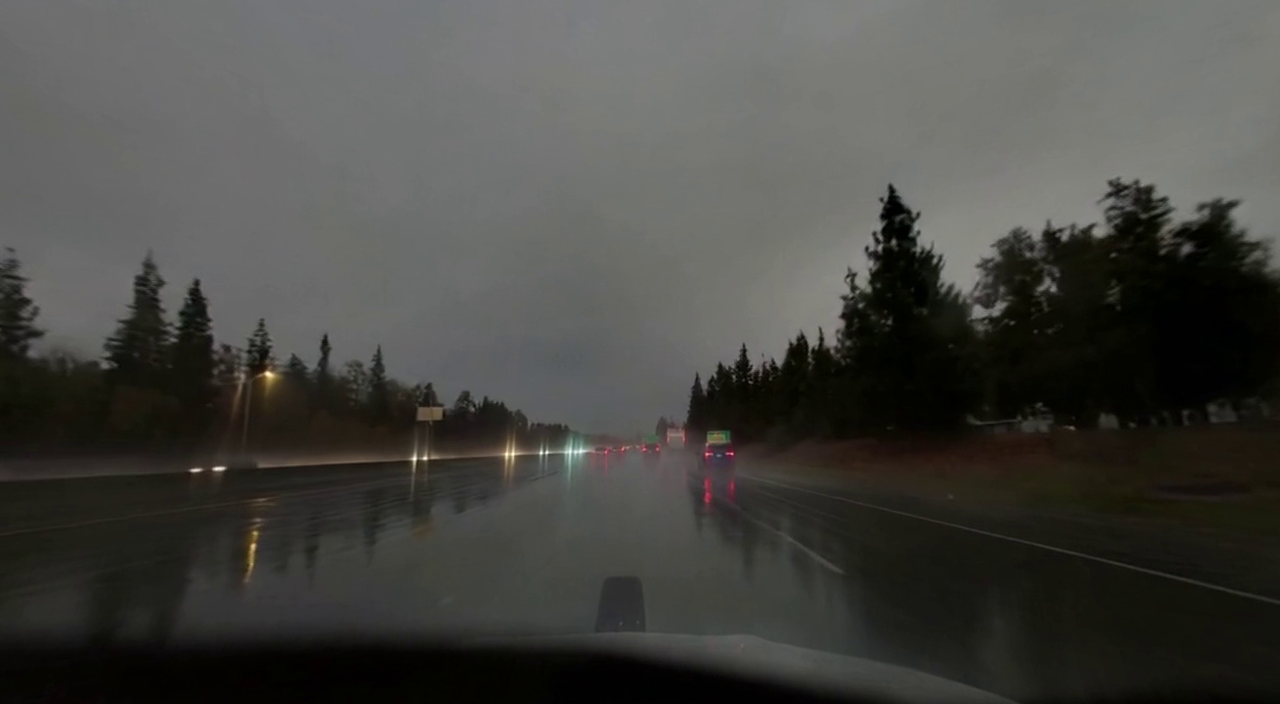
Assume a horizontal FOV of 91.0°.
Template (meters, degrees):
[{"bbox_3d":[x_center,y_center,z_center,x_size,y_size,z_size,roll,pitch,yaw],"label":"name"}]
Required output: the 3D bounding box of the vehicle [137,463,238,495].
[{"bbox_3d":[-25.061,7.014,35.118,1.917,1.540,4.863,0,-9,1],"label":"vehicle"}]

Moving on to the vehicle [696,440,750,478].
[{"bbox_3d":[4.005,5.284,31.224,2.082,1.720,4.393,0,-9,0],"label":"vehicle"}]

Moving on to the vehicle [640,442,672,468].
[{"bbox_3d":[1.133,7.727,47.414,2.205,1.785,4.423,0,-9,-1],"label":"vehicle"}]
